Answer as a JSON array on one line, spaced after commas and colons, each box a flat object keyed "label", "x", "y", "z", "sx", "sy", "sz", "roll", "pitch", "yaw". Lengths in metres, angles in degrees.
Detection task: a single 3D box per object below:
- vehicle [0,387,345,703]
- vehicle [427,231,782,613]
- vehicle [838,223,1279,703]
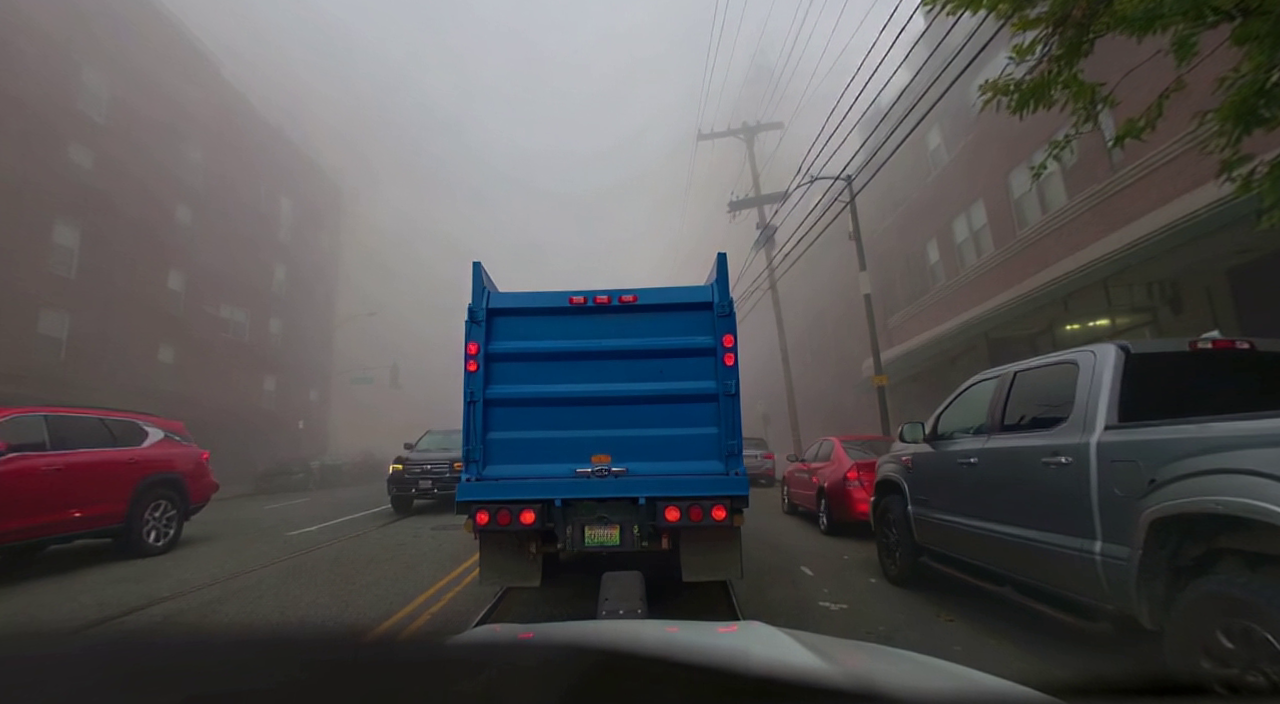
[{"label": "vehicle", "x": -4.119, "y": 1.192, "z": 4.325, "sx": 1.988, "sy": 1.657, "sz": 4.492, "roll": 0, "pitch": -8, "yaw": 0}, {"label": "vehicle", "x": -0.245, "y": 1.134, "z": 9.423, "sx": 2.878, "sy": 3.204, "sz": 8.244, "roll": 0, "pitch": -8, "yaw": 1}, {"label": "vehicle", "x": 3.229, "y": 0.844, "z": 3.836, "sx": 2.242, "sy": 1.979, "sz": 5.722, "roll": 0, "pitch": -8, "yaw": 1}]
